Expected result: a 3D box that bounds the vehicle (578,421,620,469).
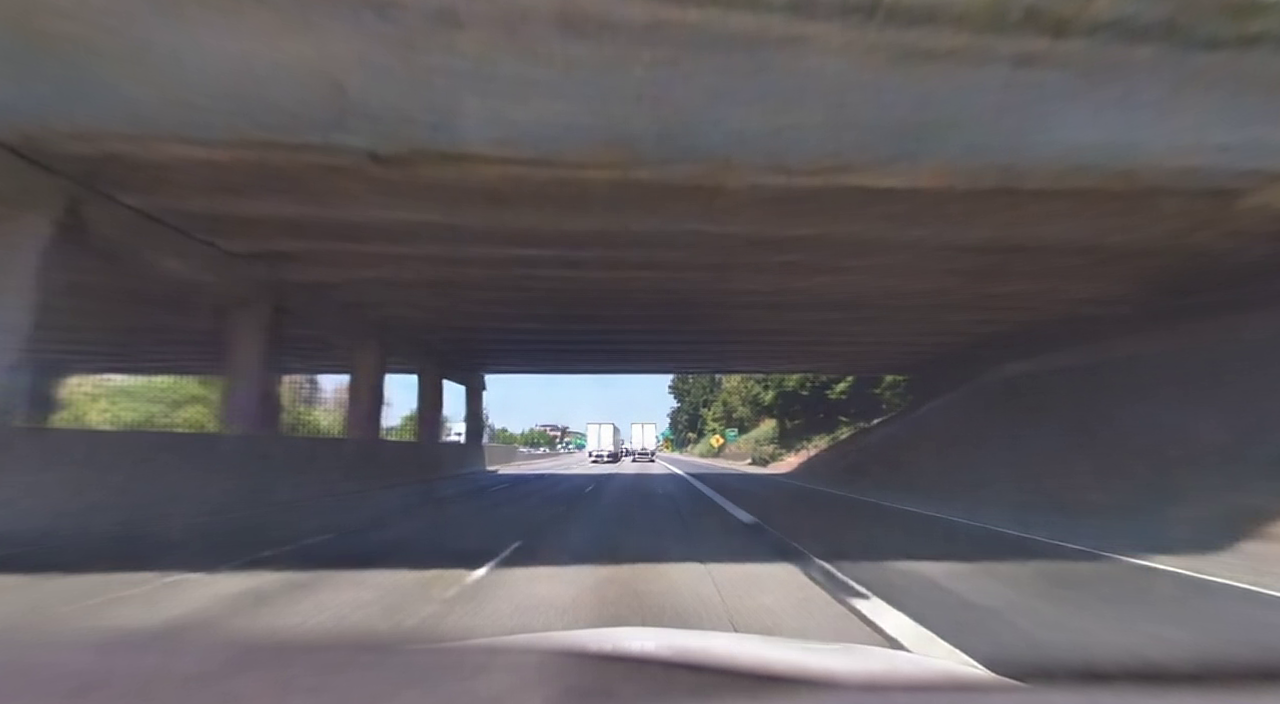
[{"bbox_3d":[-2.950,7.044,47.470,2.696,3.266,7.062,0,-9,0],"label":"vehicle"}]
